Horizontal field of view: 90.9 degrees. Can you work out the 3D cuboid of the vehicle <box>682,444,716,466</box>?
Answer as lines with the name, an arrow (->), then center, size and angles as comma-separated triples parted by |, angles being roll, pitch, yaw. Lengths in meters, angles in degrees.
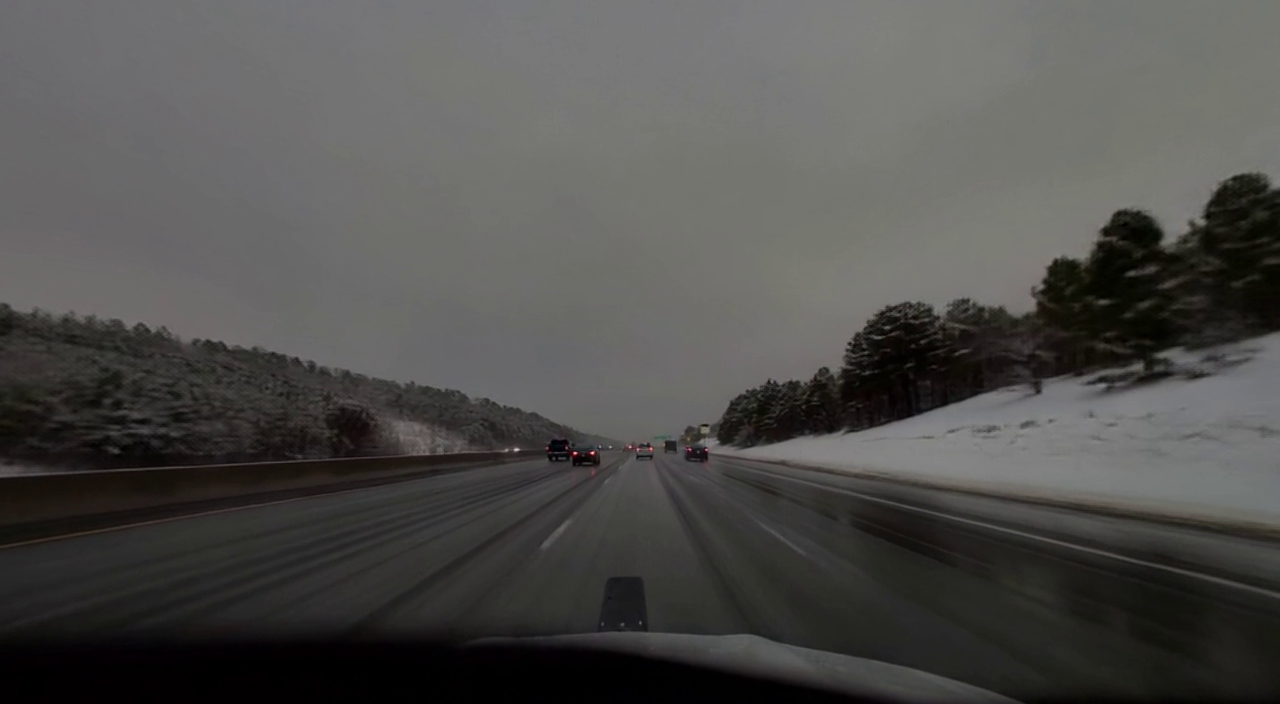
vehicle -> 4.362, 7.699, 47.281 | 2.027, 1.525, 4.348 | 0, -8, -1

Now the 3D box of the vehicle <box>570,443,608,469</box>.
vehicle -> -3.311, 6.798, 41.455 | 2.091, 1.552, 4.516 | 0, -8, 0

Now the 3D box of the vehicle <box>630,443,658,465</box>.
vehicle -> 0.275, 7.683, 47.531 | 2.031, 1.566, 3.904 | 0, -8, 0
